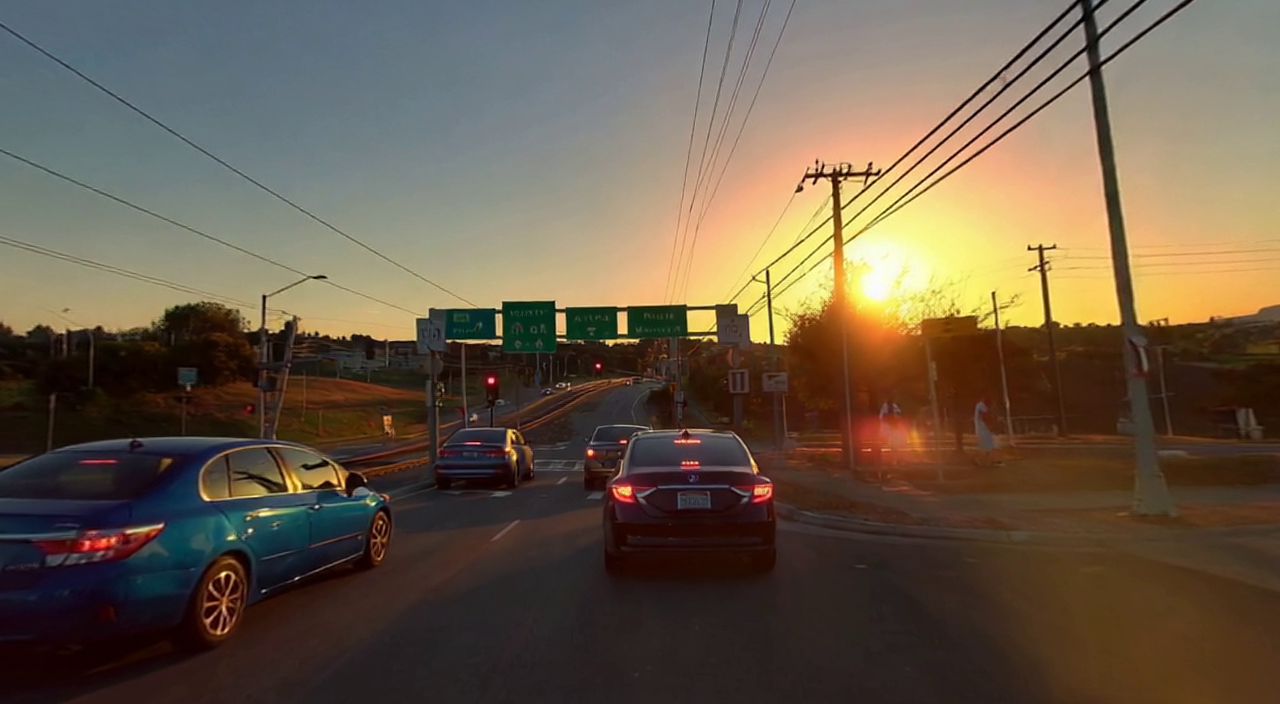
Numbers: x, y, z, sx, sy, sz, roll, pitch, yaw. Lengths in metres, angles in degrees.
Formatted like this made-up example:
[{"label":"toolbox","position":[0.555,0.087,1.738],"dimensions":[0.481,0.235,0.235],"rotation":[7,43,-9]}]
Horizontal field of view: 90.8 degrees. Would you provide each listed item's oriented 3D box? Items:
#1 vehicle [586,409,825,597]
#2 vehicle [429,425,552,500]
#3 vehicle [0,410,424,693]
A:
[{"label":"vehicle","position":[0.432,1.549,7.297],"dimensions":[1.998,1.529,3.960],"rotation":[1,-8,-3]},{"label":"vehicle","position":[-3.317,2.552,14.871],"dimensions":[1.984,1.505,4.047],"rotation":[0,-8,-1]},{"label":"vehicle","position":[-3.691,1.383,5.653],"dimensions":[1.956,1.468,4.585],"rotation":[0,-8,-1]}]
